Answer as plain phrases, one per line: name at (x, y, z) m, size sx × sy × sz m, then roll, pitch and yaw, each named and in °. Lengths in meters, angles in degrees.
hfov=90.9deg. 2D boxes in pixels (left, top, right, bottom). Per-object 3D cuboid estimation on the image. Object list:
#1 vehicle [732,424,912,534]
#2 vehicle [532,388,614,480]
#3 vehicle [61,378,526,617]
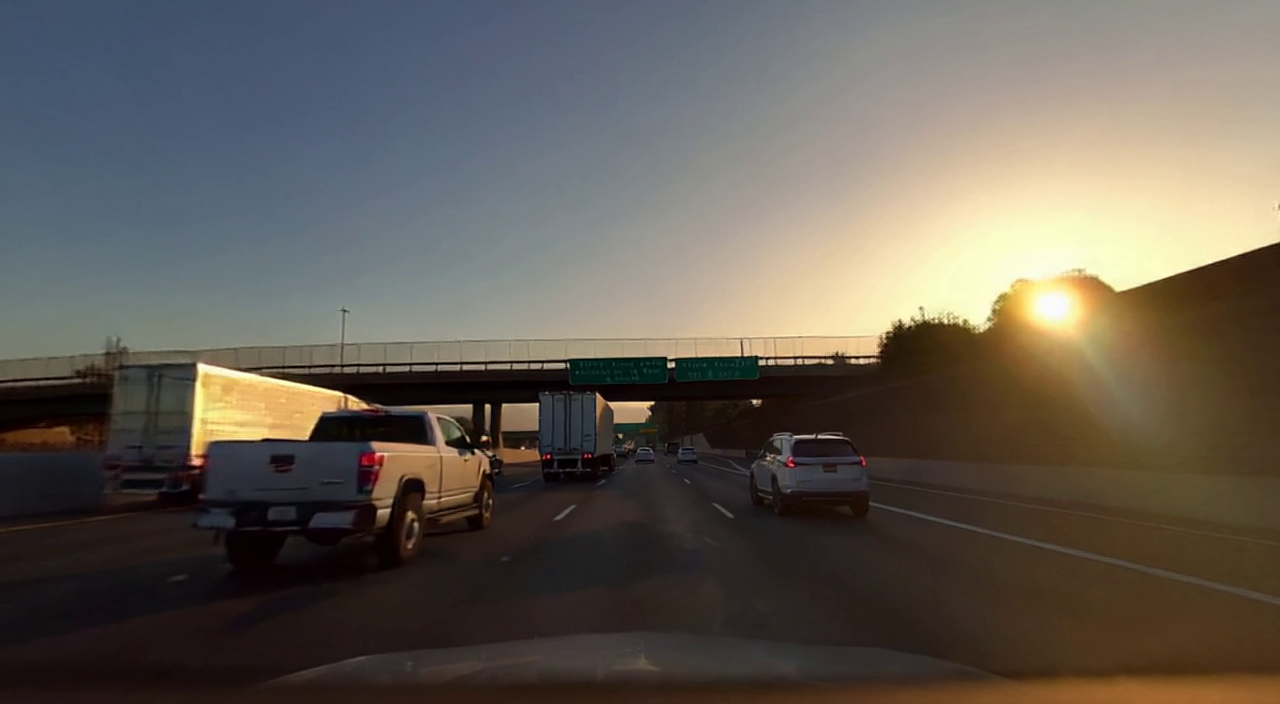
vehicle at (3.107, 2.269, 11.882) m, size 2.028 × 1.658 × 4.334 m, roll 0°, pitch -8°, yaw -1°
vehicle at (-3.313, 4.824, 36.154) m, size 2.869 × 4.108 × 15.564 m, roll 0°, pitch -8°, yaw 1°
vehicle at (-3.548, 1.716, 8.698) m, size 2.645 × 2.023 × 6.491 m, roll 0°, pitch -8°, yaw 1°
